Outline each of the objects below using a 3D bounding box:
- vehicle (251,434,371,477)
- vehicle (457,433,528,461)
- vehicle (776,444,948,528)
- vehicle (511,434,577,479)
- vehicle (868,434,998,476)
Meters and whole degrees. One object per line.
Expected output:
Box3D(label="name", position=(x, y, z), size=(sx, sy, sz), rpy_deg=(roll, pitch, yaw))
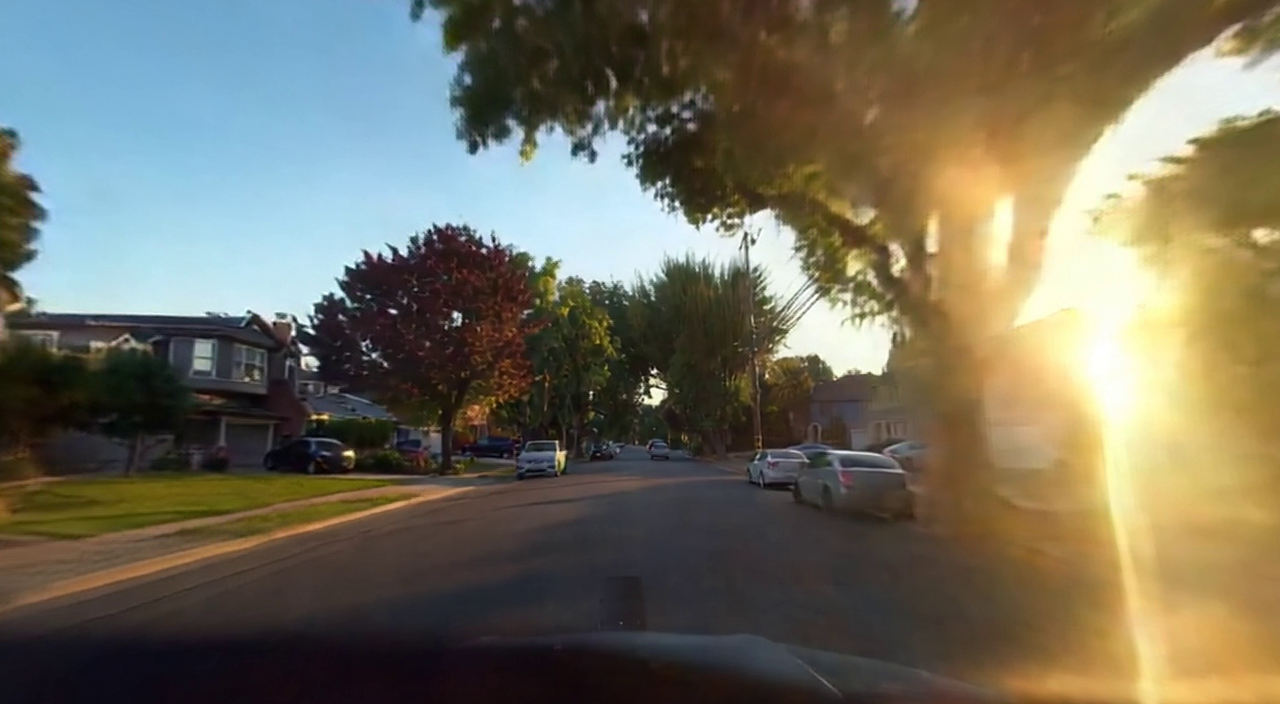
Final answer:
Box3D(label="vehicle", position=(-13.938, 4.355, 26.717), size=(4.702, 1.675, 1.984), rpy_deg=(-4, -9, 26))
Box3D(label="vehicle", position=(-11.433, 7.416, 49.264), size=(4.962, 1.866, 2.075), rpy_deg=(3, -9, -1))
Box3D(label="vehicle", position=(4.416, 2.700, 13.420), size=(2.031, 1.471, 4.328), rpy_deg=(0, -9, -1))
Box3D(label="vehicle", position=(-4.271, 4.709, 28.945), size=(2.164, 1.810, 5.044), rpy_deg=(1, -8, 1))
Box3D(label="vehicle", position=(12.540, 4.446, 27.306), size=(4.583, 1.709, 1.977), rpy_deg=(-1, -9, 5))
